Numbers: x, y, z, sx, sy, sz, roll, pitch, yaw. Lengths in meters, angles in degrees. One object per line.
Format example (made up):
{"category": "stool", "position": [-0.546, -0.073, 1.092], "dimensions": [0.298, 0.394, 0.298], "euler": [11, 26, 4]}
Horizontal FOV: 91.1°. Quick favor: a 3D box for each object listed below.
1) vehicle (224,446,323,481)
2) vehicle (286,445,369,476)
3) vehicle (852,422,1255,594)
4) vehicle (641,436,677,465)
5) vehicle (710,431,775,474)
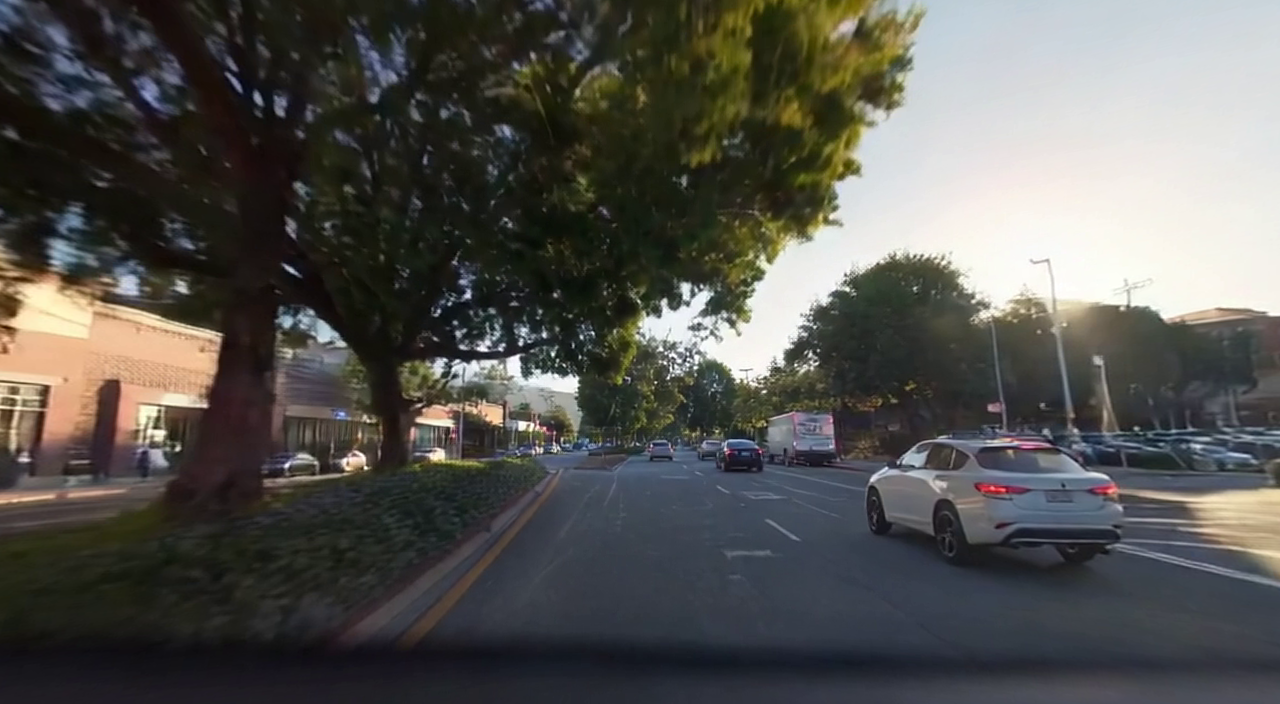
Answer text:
{"category": "vehicle", "position": [-18.376, 5.579, 31.812], "dimensions": [1.947, 1.580, 4.857], "euler": [0, -8, 2]}
{"category": "vehicle", "position": [-18.223, 6.330, 36.936], "dimensions": [2.311, 1.615, 4.868], "euler": [0, -8, 1]}
{"category": "vehicle", "position": [4.332, 1.676, 7.710], "dimensions": [1.908, 1.463, 4.506], "euler": [0, -8, 1]}
{"category": "vehicle", "position": [1.156, 6.047, 38.753], "dimensions": [2.098, 1.682, 3.778], "euler": [0, -8, 1]}
{"category": "vehicle", "position": [4.357, 4.348, 27.289], "dimensions": [2.115, 1.692, 4.189], "euler": [0, -8, 0]}
